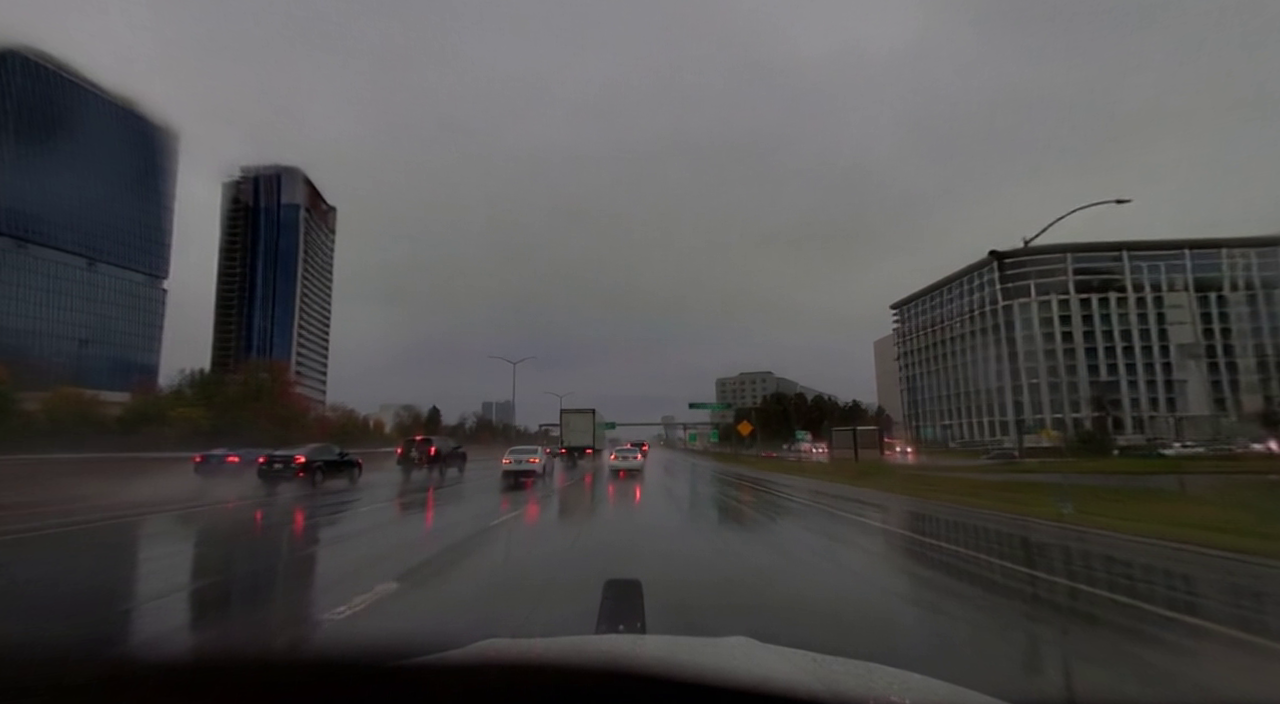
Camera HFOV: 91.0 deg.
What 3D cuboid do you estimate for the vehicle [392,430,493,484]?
[{"bbox_3d":[-7.345,3.968,24.037,2.190,1.821,4.800,0,-9,1],"label":"vehicle"}]

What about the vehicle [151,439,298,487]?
[{"bbox_3d":[-14.586,3.908,22.523,1.948,1.483,4.814,0,-9,0],"label":"vehicle"}]

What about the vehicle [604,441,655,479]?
[{"bbox_3d":[-0.420,4.618,27.083,1.991,1.488,3.922,0,-9,0],"label":"vehicle"}]

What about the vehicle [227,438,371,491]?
[{"bbox_3d":[-10.857,3.611,20.544,1.987,1.495,4.710,0,-9,1],"label":"vehicle"}]

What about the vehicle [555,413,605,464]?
[{"bbox_3d":[-4.191,6.309,45.586,2.955,3.359,8.322,0,-9,-1],"label":"vehicle"}]

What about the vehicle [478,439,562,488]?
[{"bbox_3d":[-4.026,3.822,21.941,2.016,1.497,4.235,0,-9,1],"label":"vehicle"}]
